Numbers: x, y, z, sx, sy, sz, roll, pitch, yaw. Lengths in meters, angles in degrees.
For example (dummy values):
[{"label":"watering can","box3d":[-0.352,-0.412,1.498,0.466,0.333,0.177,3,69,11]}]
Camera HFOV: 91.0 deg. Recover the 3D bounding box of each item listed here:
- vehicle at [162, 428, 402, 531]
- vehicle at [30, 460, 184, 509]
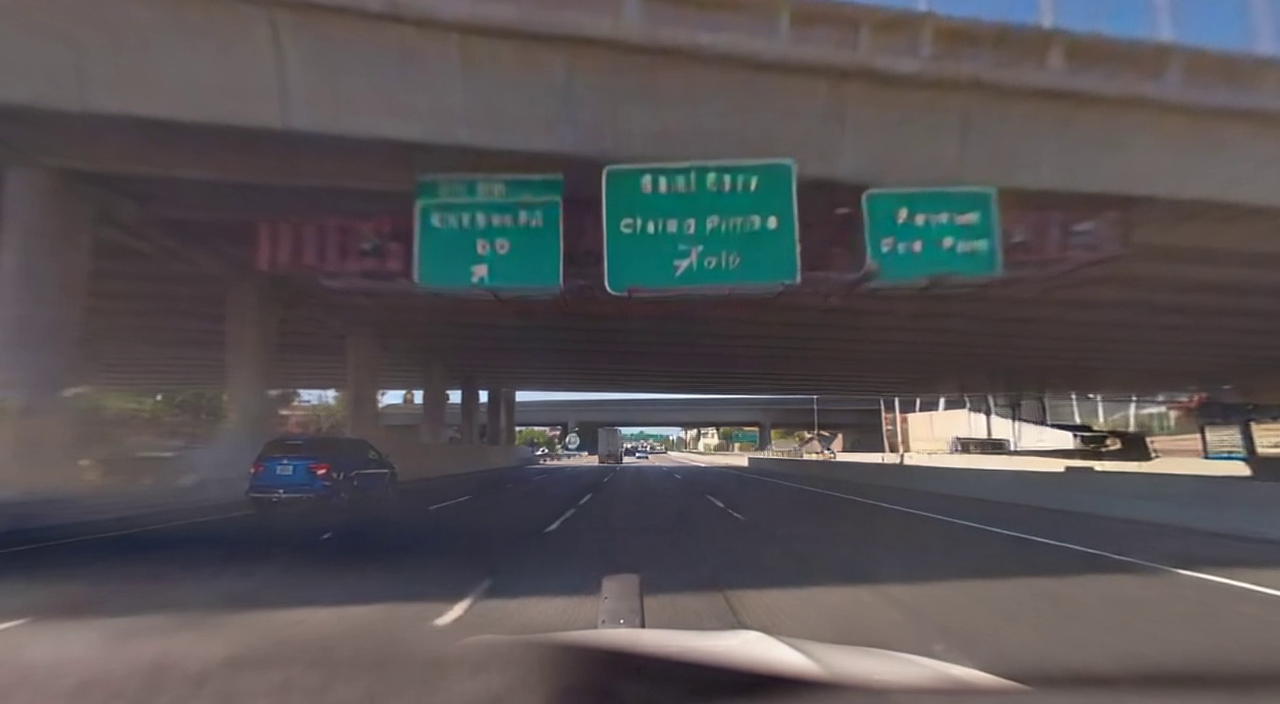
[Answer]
[{"label":"vehicle","box3d":[-6.978,2.531,13.083,2.168,1.729,4.724,0,-9,0]},{"label":"vehicle","box3d":[-18.655,4.623,22.325,1.861,1.496,4.052,0,-9,0]}]
